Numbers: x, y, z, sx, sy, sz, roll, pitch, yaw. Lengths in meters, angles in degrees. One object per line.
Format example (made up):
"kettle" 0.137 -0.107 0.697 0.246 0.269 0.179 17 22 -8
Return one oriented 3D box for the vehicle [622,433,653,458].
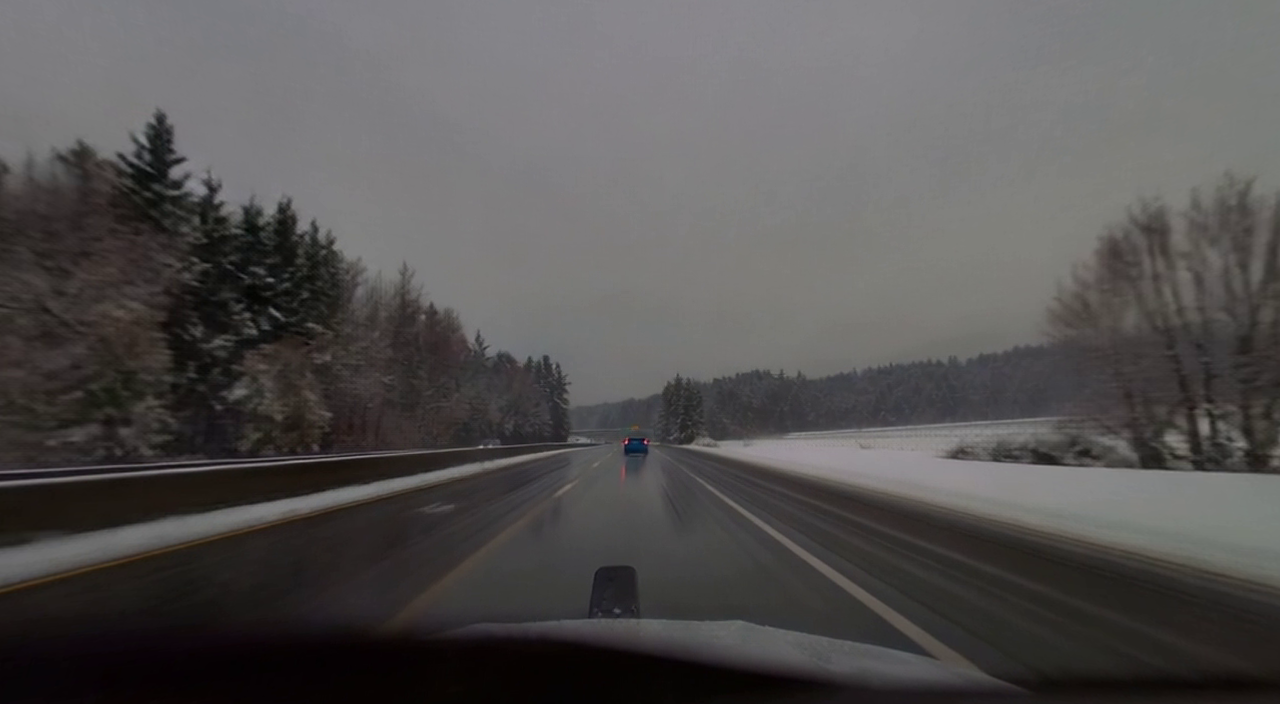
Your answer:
"vehicle" -0.182 6.630 44.678 2.094 1.653 4.283 0 -8 -1
